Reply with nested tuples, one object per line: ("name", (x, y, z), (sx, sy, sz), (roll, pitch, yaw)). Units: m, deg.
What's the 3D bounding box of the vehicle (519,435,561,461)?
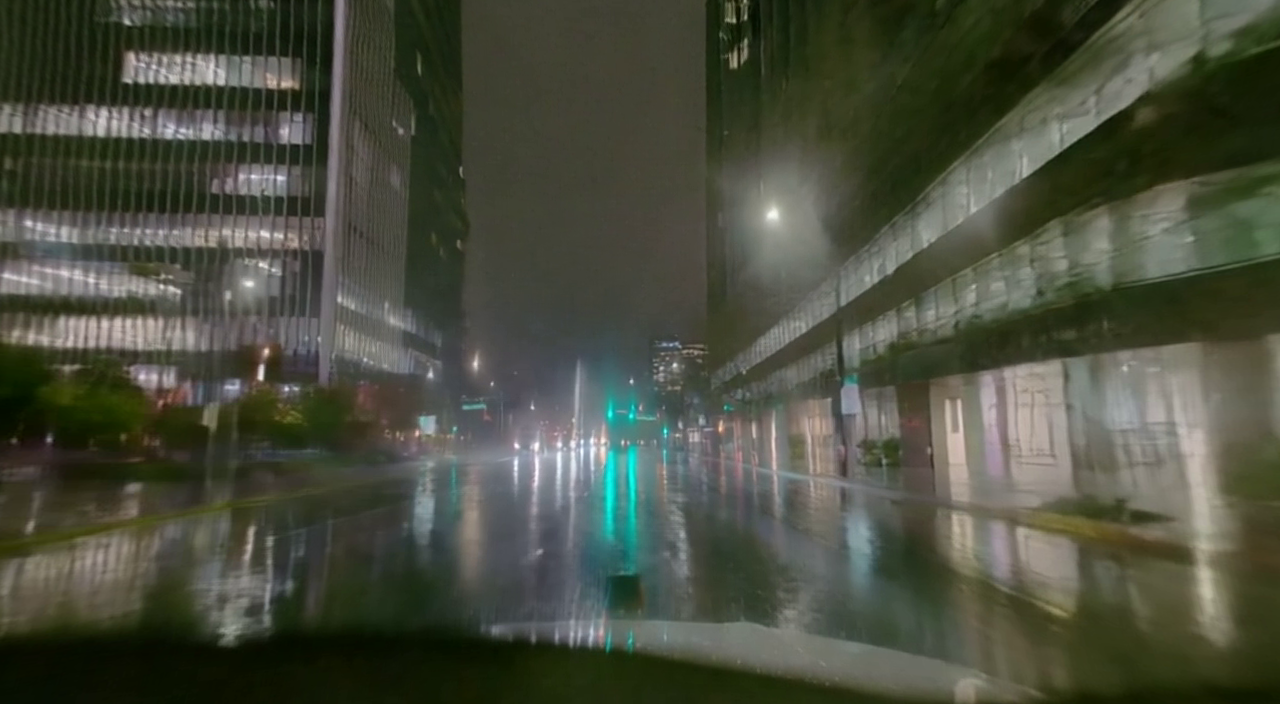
("vehicle", (-7.410, 7.235, 47.260), (2.204, 1.844, 4.766), (0, -9, 2))
